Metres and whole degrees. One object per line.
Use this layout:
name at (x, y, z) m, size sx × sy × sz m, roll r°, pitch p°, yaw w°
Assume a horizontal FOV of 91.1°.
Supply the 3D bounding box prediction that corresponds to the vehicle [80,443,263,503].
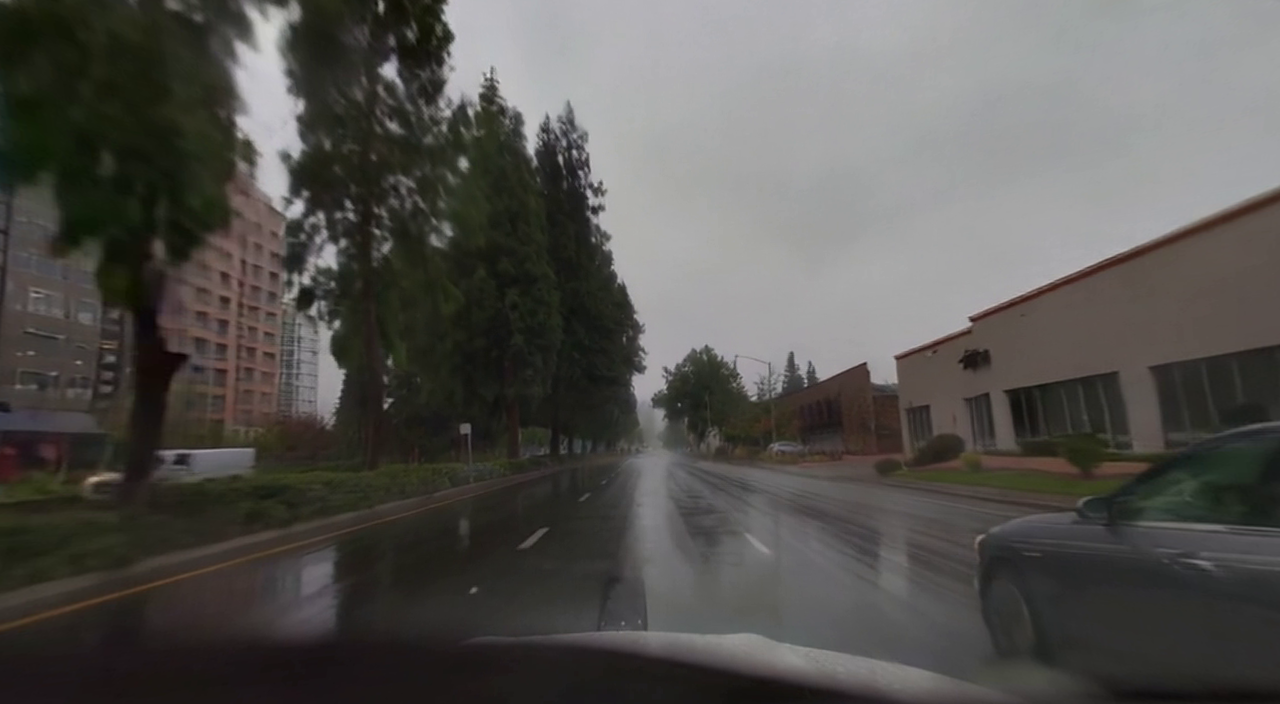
vehicle at (-17.058, 4.393, 23.448) m, size 2.193 × 1.936 × 5.819 m, roll 0°, pitch -9°, yaw 2°

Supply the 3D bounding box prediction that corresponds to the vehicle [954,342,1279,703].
vehicle at (3.238, 0.809, 2.069) m, size 2.090 × 1.685 × 4.436 m, roll 0°, pitch -9°, yaw 0°
